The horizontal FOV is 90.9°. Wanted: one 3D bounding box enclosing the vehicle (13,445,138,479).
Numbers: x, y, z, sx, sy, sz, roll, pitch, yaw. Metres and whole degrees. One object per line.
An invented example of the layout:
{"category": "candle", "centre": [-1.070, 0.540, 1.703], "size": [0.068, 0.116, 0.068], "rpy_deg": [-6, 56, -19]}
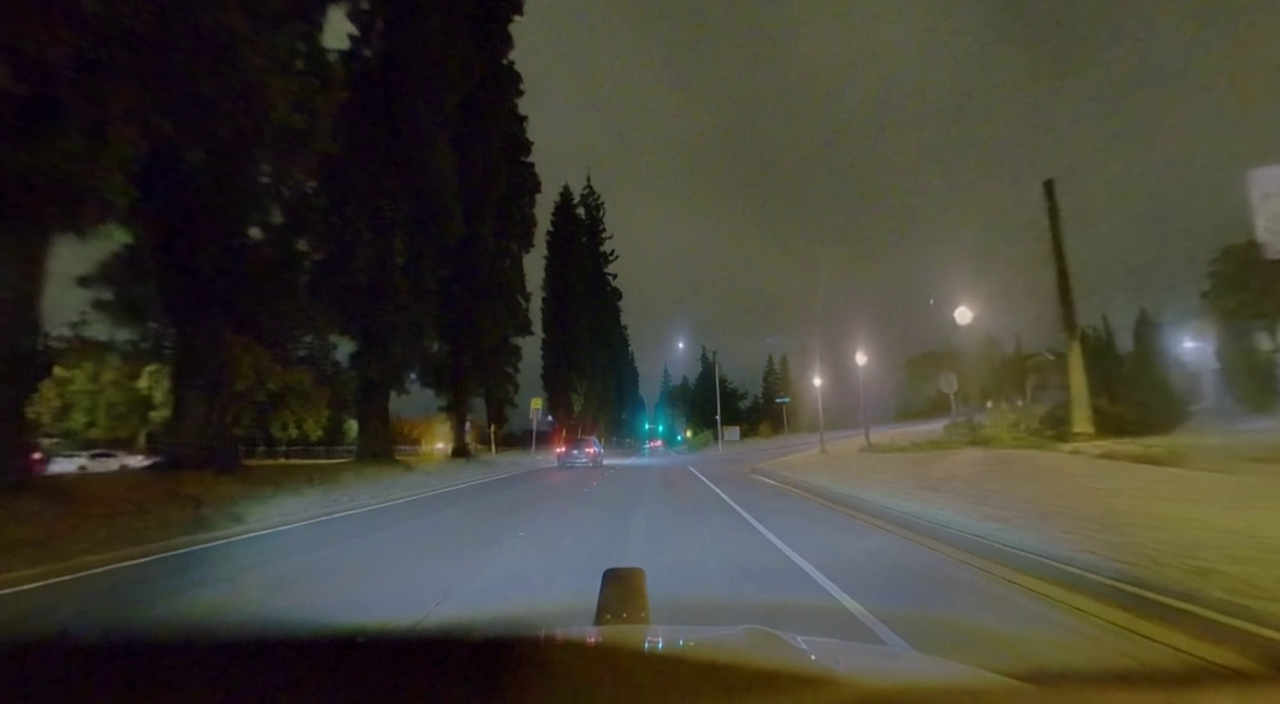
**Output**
{"category": "vehicle", "centre": [-28.987, 5.626, 32.623], "size": [1.845, 1.513, 4.993], "rpy_deg": [-3, -8, 1]}

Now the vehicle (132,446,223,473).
{"category": "vehicle", "centre": [-28.475, 6.626, 39.040], "size": [1.866, 1.479, 4.731], "rpy_deg": [0, -8, 4]}

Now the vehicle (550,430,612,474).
{"category": "vehicle", "centre": [-2.391, 4.202, 26.722], "size": [2.016, 1.694, 4.335], "rpy_deg": [0, -8, 2]}
